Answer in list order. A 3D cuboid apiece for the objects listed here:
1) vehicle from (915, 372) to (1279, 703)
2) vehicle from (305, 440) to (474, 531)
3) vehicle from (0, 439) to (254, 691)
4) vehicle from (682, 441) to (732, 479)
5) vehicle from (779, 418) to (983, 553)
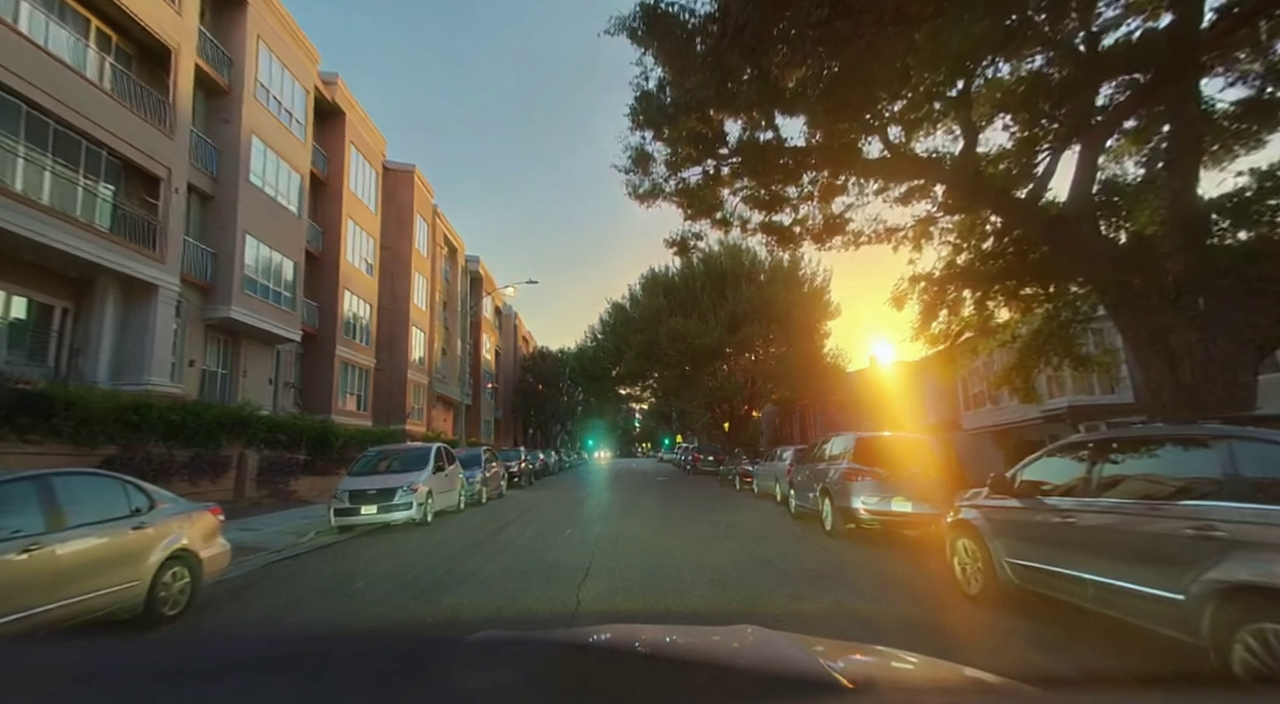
[{"bbox_3d":[3.723,1.117,3.821,1.886,1.727,4.678,0,-8,-1],"label":"vehicle"},{"bbox_3d":[-5.268,2.801,13.929,2.274,1.679,3.639,0,-7,-1],"label":"vehicle"},{"bbox_3d":[-4.762,1.329,4.151,1.830,1.493,4.373,0,-8,-2],"label":"vehicle"},{"bbox_3d":[3.373,5.518,32.740,1.912,1.781,5.159,0,-8,-1],"label":"vehicle"},{"bbox_3d":[3.824,2.174,11.070,1.911,1.835,4.599,0,-8,2],"label":"vehicle"}]
